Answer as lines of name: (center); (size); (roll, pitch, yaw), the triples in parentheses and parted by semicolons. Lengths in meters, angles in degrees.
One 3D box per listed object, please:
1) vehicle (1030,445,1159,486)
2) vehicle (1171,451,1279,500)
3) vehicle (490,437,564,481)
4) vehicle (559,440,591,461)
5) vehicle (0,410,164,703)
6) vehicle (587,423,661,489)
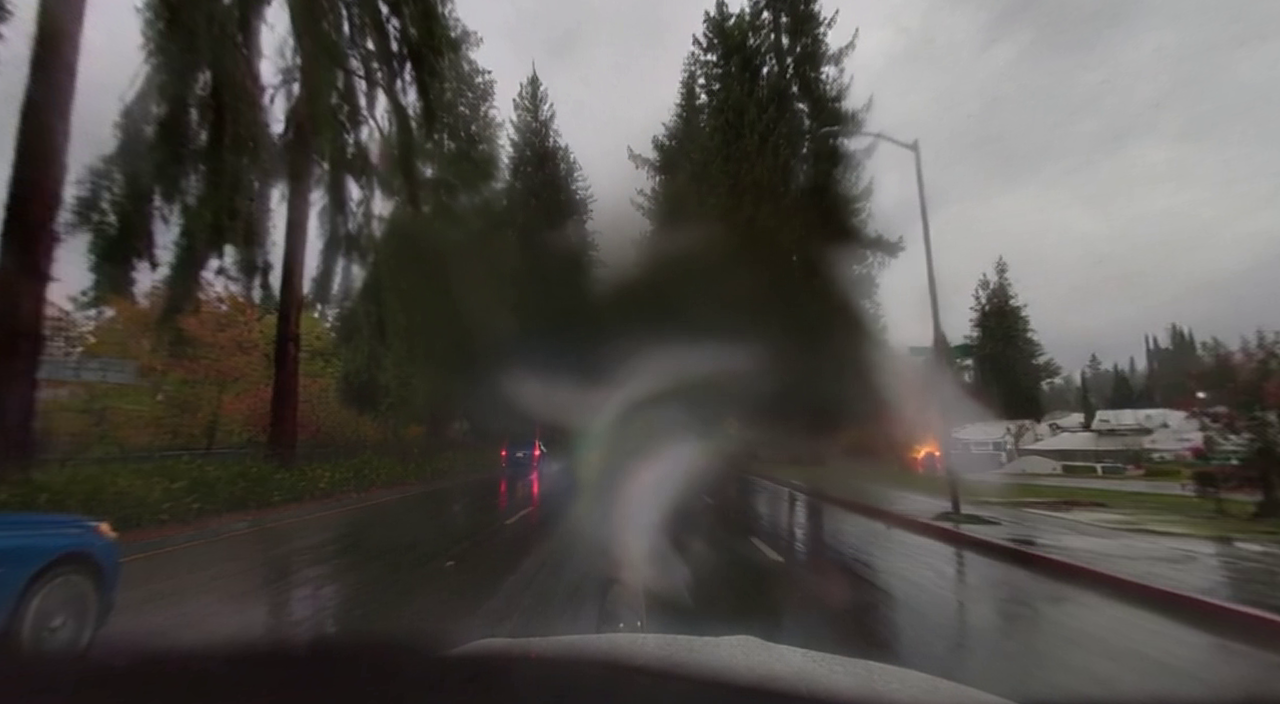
vehicle: (20.507, 5.098, 28.646); (4.387, 1.752, 1.903); (0, -8, -3)
vehicle: (20.451, 4.007, 20.786); (4.211, 1.477, 2.000); (1, -9, -5)
vehicle: (-4.081, 3.944, 23.532); (1.917, 1.448, 4.178); (0, -8, 1)
vehicle: (-4.662, 7.139, 45.871); (1.831, 1.445, 3.851); (0, -8, 1)
vehicle: (-4.128, 0.854, 1.875); (1.959, 1.485, 4.452); (0, -8, 0)
vehicle: (-0.470, 3.142, 19.295); (2.018, 1.769, 3.897); (0, -8, -1)
